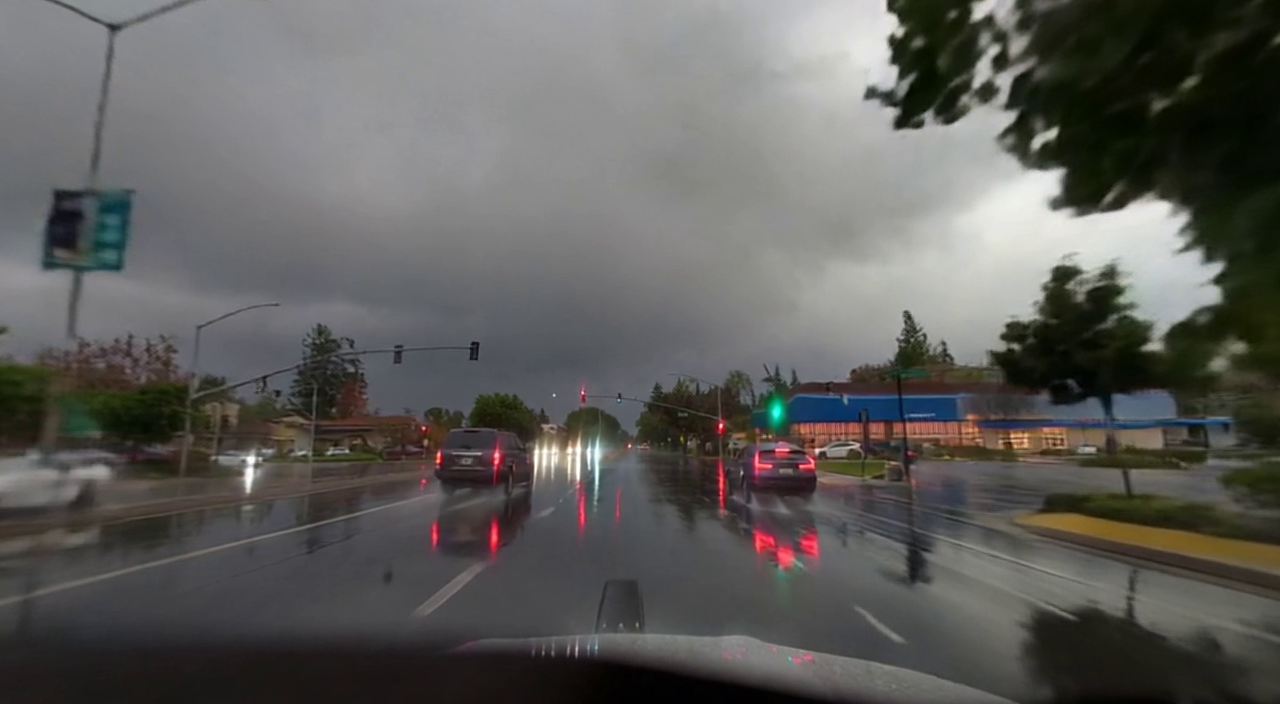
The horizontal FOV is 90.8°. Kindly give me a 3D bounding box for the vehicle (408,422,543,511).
[{"bbox_3d":[-3.735,2.690,15.321,1.997,1.806,4.500,0,-8,1],"label":"vehicle"}]

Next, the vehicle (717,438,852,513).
[{"bbox_3d":[3.222,2.859,15.208,1.975,1.502,4.787,0,-8,-2],"label":"vehicle"}]
